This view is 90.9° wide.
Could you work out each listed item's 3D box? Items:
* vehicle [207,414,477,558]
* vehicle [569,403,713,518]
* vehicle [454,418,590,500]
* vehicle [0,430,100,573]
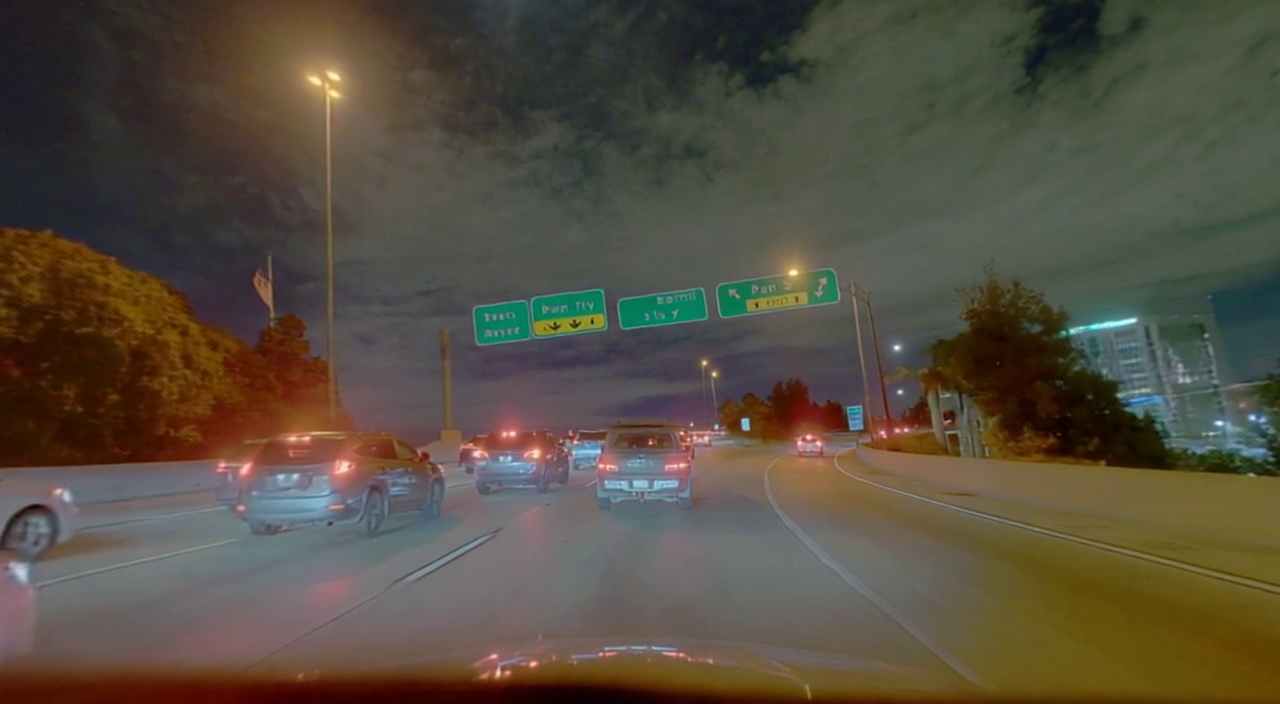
[{"bbox_3d":[-4.208,1.959,9.935,1.953,1.729,4.377,0,-9,2],"label":"vehicle"},{"bbox_3d":[0.115,2.418,14.490,2.616,2.063,5.933,0,-9,2],"label":"vehicle"},{"bbox_3d":[-3.044,2.983,17.970,2.286,1.931,5.729,-1,-9,5],"label":"vehicle"},{"bbox_3d":[-7.857,1.446,5.695,1.794,1.527,4.533,0,-9,3],"label":"vehicle"}]
